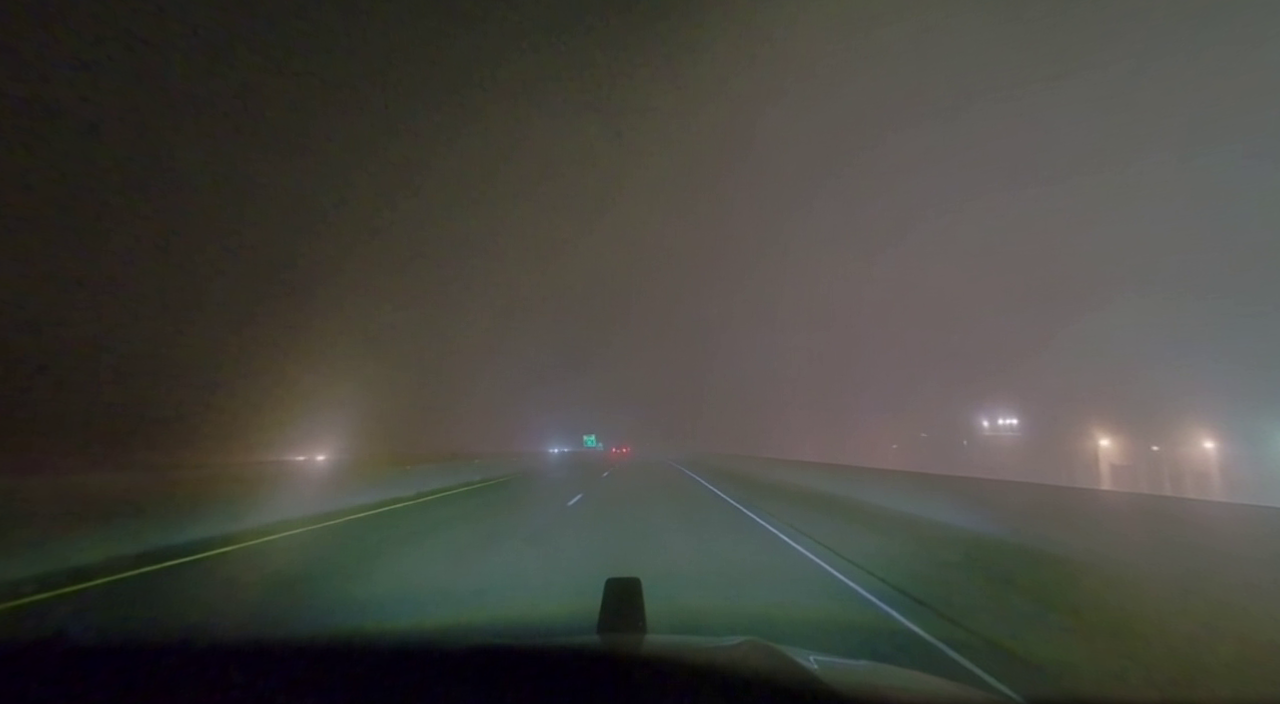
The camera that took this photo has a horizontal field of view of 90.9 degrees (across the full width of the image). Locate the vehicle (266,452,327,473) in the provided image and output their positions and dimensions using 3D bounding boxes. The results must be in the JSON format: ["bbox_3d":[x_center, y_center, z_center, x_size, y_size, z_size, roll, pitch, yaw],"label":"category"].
[{"bbox_3d":[-25.379,8.165,46.779,1.945,1.456,4.502,0,-8,0],"label":"vehicle"}]
